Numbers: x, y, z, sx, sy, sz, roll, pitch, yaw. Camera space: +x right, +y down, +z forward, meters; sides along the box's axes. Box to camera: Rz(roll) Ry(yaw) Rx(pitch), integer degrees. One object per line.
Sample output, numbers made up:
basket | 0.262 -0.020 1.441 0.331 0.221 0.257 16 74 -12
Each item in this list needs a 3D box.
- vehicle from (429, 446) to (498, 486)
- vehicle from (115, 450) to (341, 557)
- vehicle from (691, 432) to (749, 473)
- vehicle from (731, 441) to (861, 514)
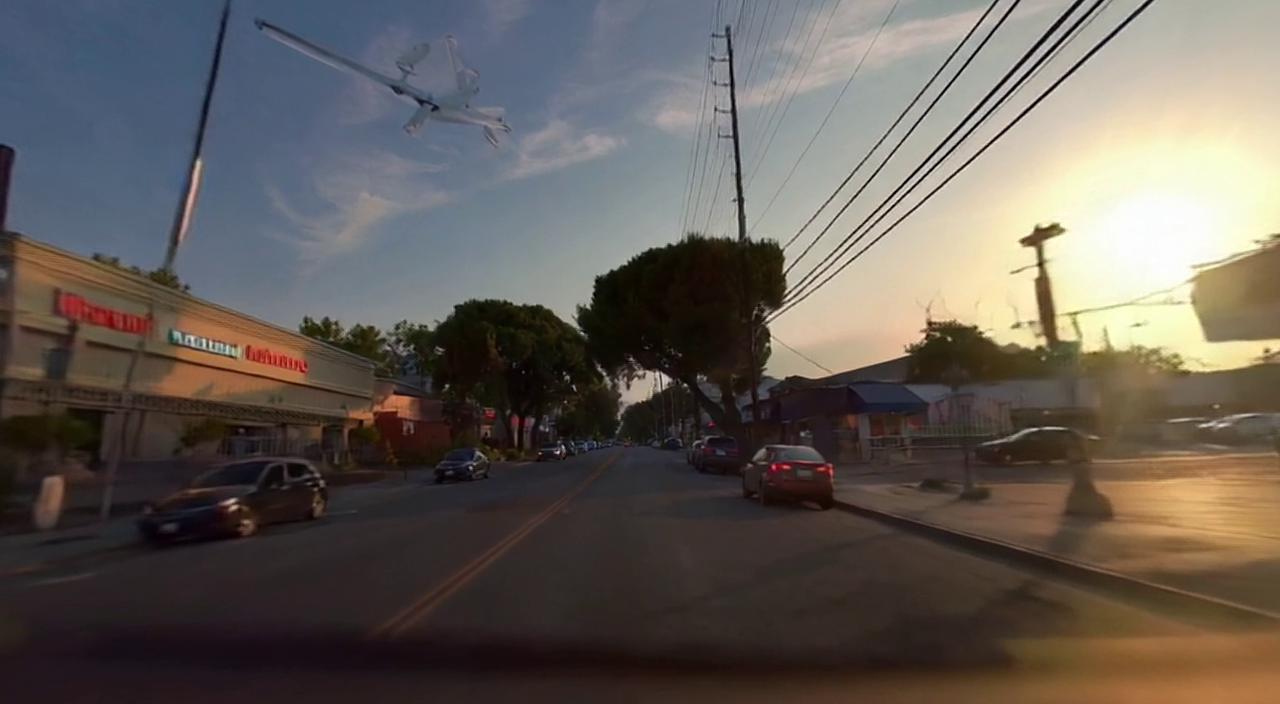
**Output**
vehicle | -7.875 5.074 28.521 1.872 1.455 4.350 -3 -8 -1
vehicle | -7.782 2.824 12.514 1.787 1.543 4.052 -3 -7 0
vehicle | 3.923 5.040 31.795 2.080 1.893 4.699 0 -8 -3
vehicle | 3.610 2.978 15.640 1.990 1.521 4.693 0 -8 0
